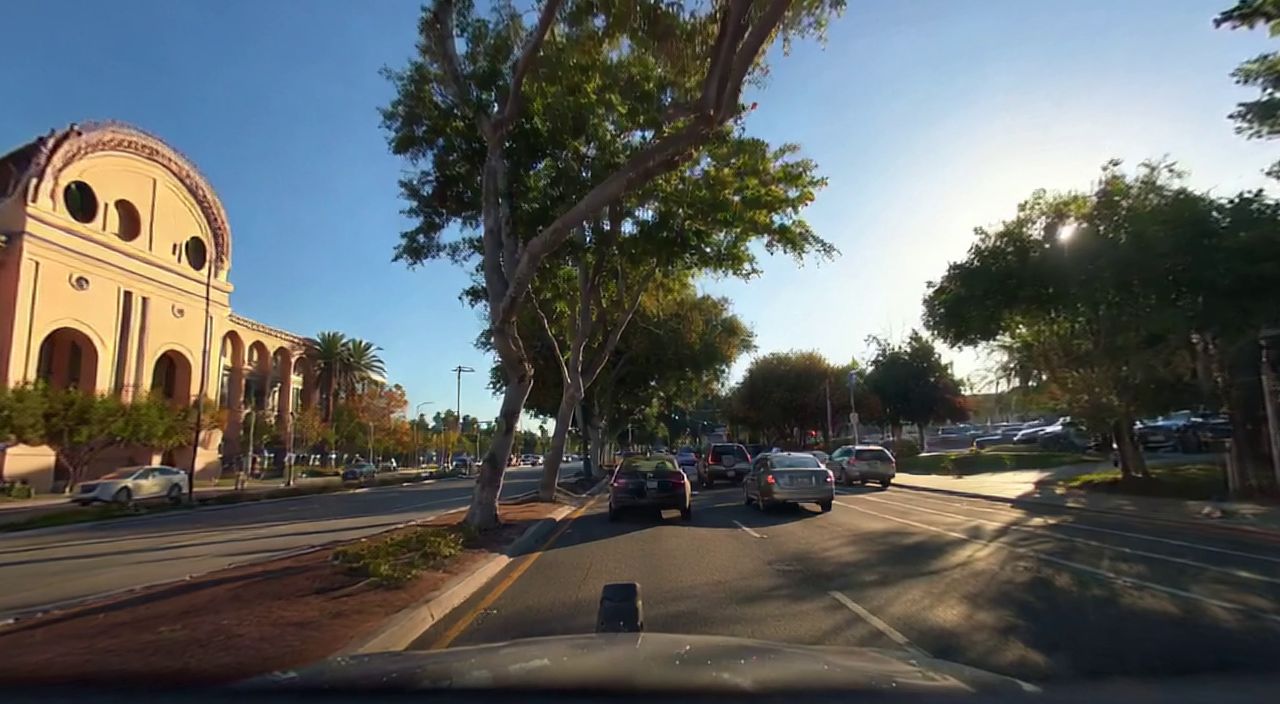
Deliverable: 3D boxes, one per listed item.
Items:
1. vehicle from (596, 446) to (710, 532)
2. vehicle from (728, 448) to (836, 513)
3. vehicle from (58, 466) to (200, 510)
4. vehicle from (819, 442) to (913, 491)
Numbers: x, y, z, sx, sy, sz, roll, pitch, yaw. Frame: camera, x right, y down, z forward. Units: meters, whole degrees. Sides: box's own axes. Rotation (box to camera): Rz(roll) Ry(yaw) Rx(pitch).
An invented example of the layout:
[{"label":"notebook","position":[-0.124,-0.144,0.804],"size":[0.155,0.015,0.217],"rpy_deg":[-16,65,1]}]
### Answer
[{"label":"vehicle","position":[0.217,2.749,13.317],"size":[2.050,1.521,3.747],"rpy_deg":[0,-8,-1]},{"label":"vehicle","position":[3.605,3.315,16.837],"size":[1.833,1.465,4.258],"rpy_deg":[0,-8,-1]},{"label":"vehicle","position":[-20.673,5.490,25.866],"size":[1.990,1.481,4.509],"rpy_deg":[0,-8,0]},{"label":"vehicle","position":[8.799,4.483,25.119],"size":[1.994,1.715,4.777],"rpy_deg":[0,-8,0]}]
